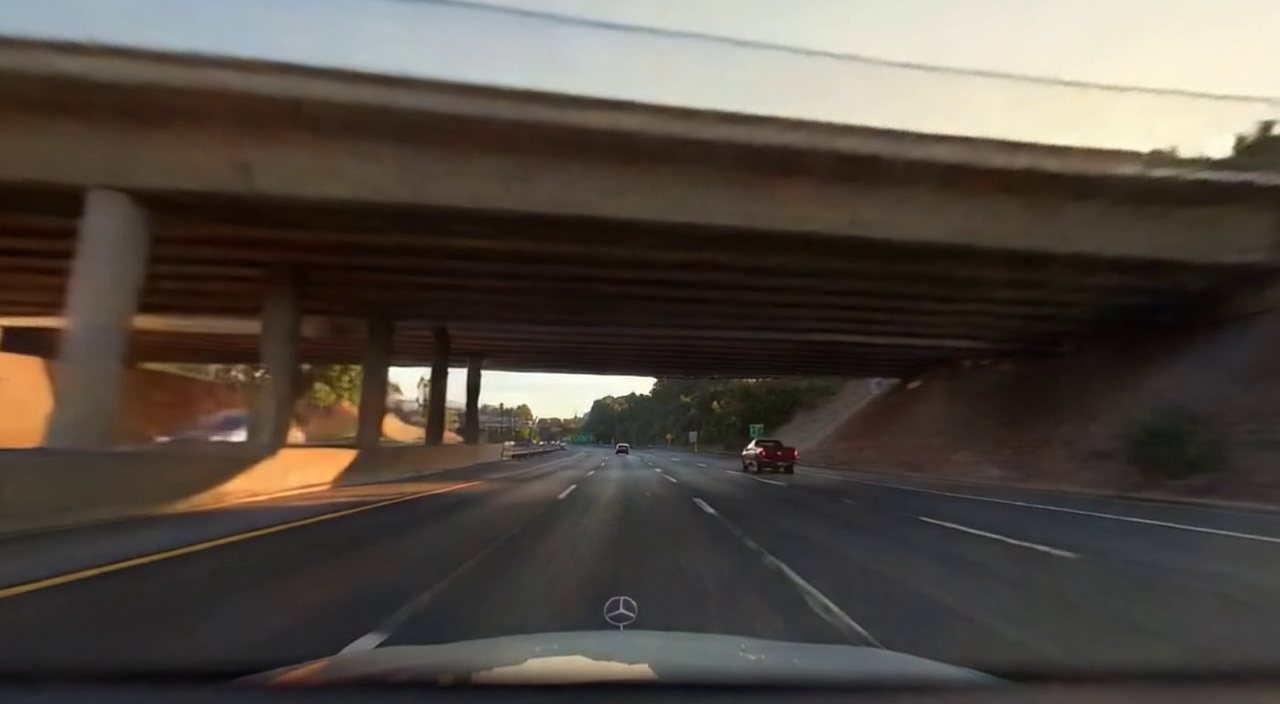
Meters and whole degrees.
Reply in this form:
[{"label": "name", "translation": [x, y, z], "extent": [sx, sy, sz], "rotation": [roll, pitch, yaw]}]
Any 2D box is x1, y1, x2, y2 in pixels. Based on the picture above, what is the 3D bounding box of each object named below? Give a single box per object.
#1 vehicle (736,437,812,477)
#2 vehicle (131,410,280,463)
[{"label": "vehicle", "translation": [6.578, 5.243, 31.851], "extent": [2.395, 1.819, 6.086], "rotation": [0, -9, -1]}, {"label": "vehicle", "translation": [-15.871, 3.189, 23.507], "extent": [1.995, 1.738, 4.993], "rotation": [0, -9, -1]}]
